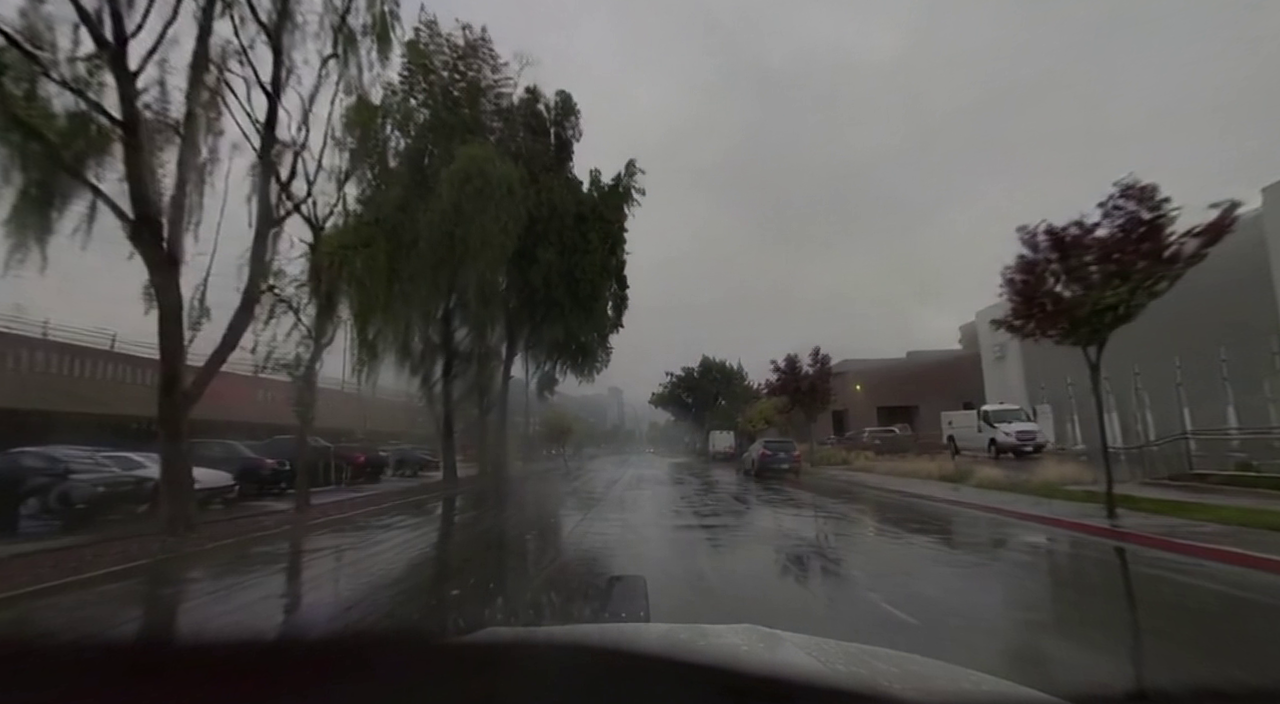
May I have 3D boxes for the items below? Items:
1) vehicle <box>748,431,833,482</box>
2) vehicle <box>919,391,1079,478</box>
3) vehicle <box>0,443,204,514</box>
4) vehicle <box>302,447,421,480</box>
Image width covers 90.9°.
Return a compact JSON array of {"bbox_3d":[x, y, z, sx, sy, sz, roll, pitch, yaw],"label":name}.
[{"bbox_3d":[6.306,4.456,27.184,2.338,1.942,5.267,0,-9,0],"label":"vehicle"},{"bbox_3d":[13.394,3.226,24.212,2.935,2.889,5.499,-1,-9,2],"label":"vehicle"},{"bbox_3d":[-14.393,3.155,15.954,4.954,1.614,2.227,0,-9,-4],"label":"vehicle"},{"bbox_3d":[-13.433,5.420,30.654,4.765,1.517,2.182,0,-9,0],"label":"vehicle"}]
